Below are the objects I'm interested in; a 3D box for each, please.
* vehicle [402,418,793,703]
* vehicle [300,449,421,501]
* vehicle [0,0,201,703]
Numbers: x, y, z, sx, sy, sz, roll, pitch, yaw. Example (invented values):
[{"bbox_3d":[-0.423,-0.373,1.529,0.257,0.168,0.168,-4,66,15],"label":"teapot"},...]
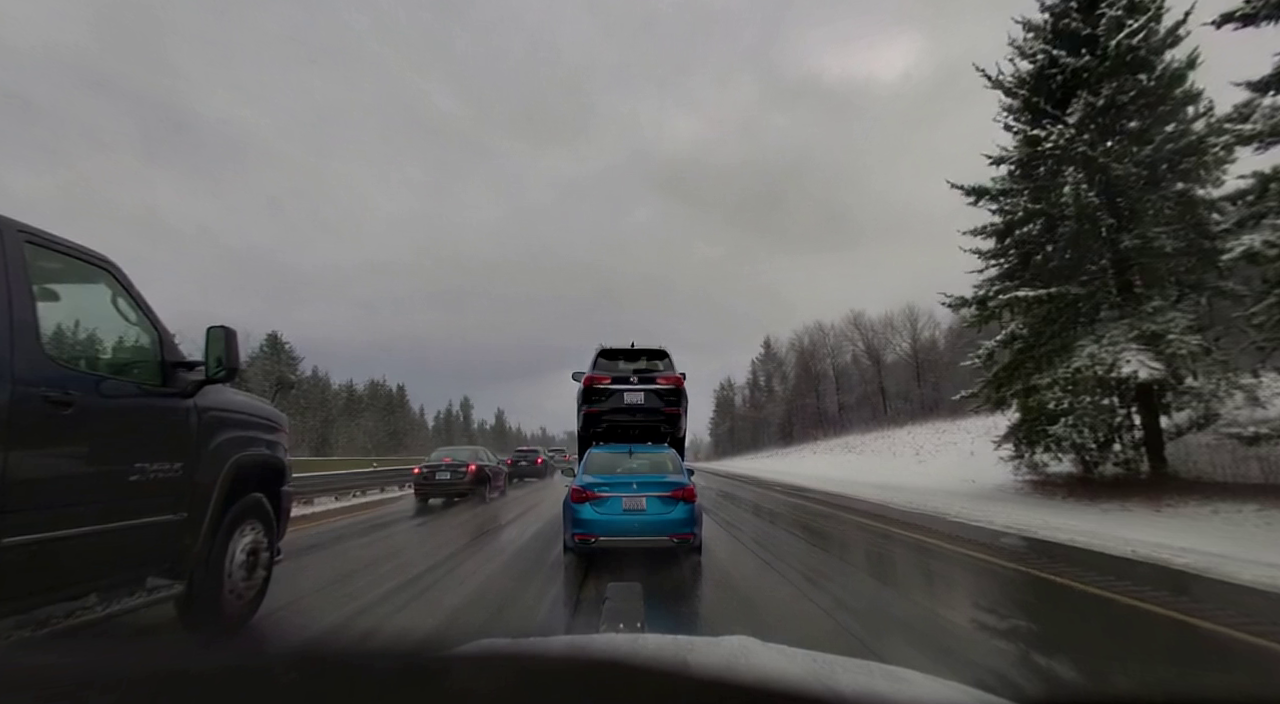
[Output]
[{"bbox_3d":[-0.254,1.367,4.996,1.991,1.507,3.391,0,-9,-1],"label":"vehicle"},{"bbox_3d":[-8.775,3.866,20.311,1.834,1.469,4.362,0,-9,1],"label":"vehicle"},{"bbox_3d":[-4.489,-0.329,1.093,2.963,3.836,6.016,0,-9,-1],"label":"vehicle"}]
